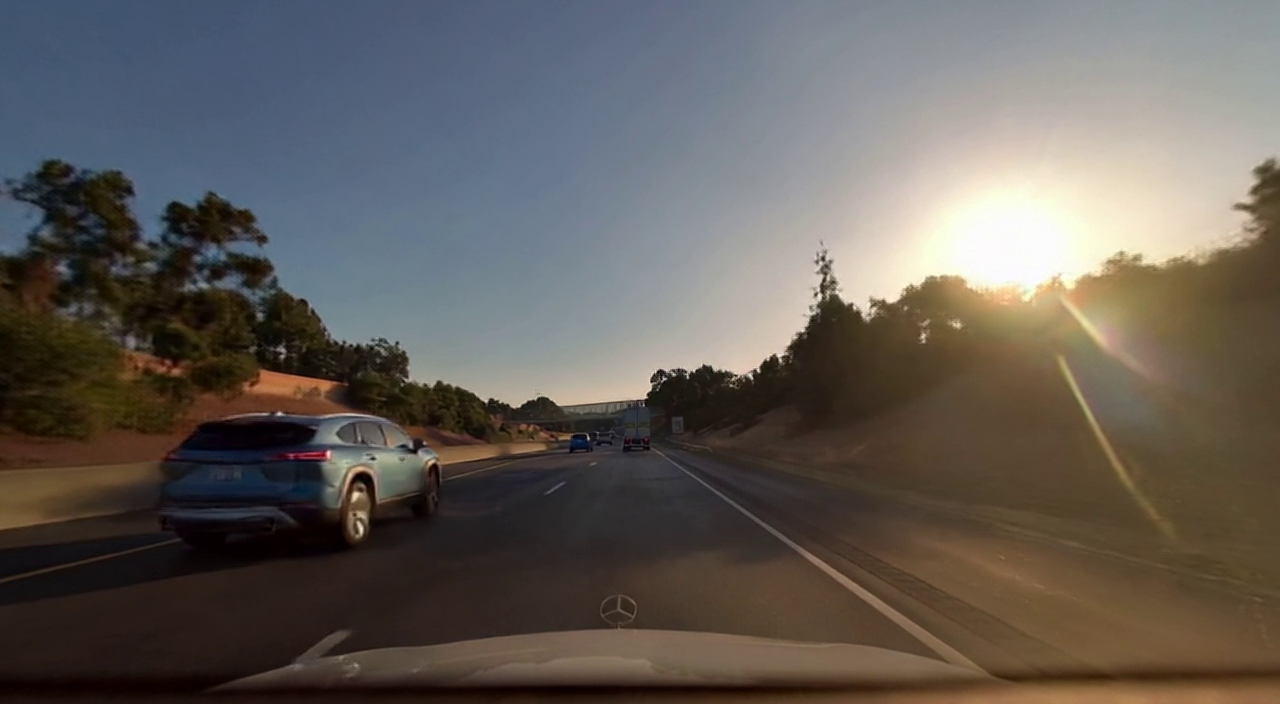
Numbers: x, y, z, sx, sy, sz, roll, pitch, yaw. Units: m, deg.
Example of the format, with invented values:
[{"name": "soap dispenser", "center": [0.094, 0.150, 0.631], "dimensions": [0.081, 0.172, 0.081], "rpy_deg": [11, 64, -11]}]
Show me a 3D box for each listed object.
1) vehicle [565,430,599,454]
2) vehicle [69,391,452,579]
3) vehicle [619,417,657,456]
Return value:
[{"name": "vehicle", "center": [-4.255, 6.700, 46.942], "dimensions": [2.049, 1.726, 4.291], "rpy_deg": [0, -8, 0]}, {"name": "vehicle", "center": [-4.012, 1.471, 7.796], "dimensions": [2.045, 1.655, 4.301], "rpy_deg": [0, -8, 0]}, {"name": "vehicle", "center": [-0.175, 5.932, 44.096], "dimensions": [2.526, 2.531, 5.026], "rpy_deg": [0, -8, -1]}]
